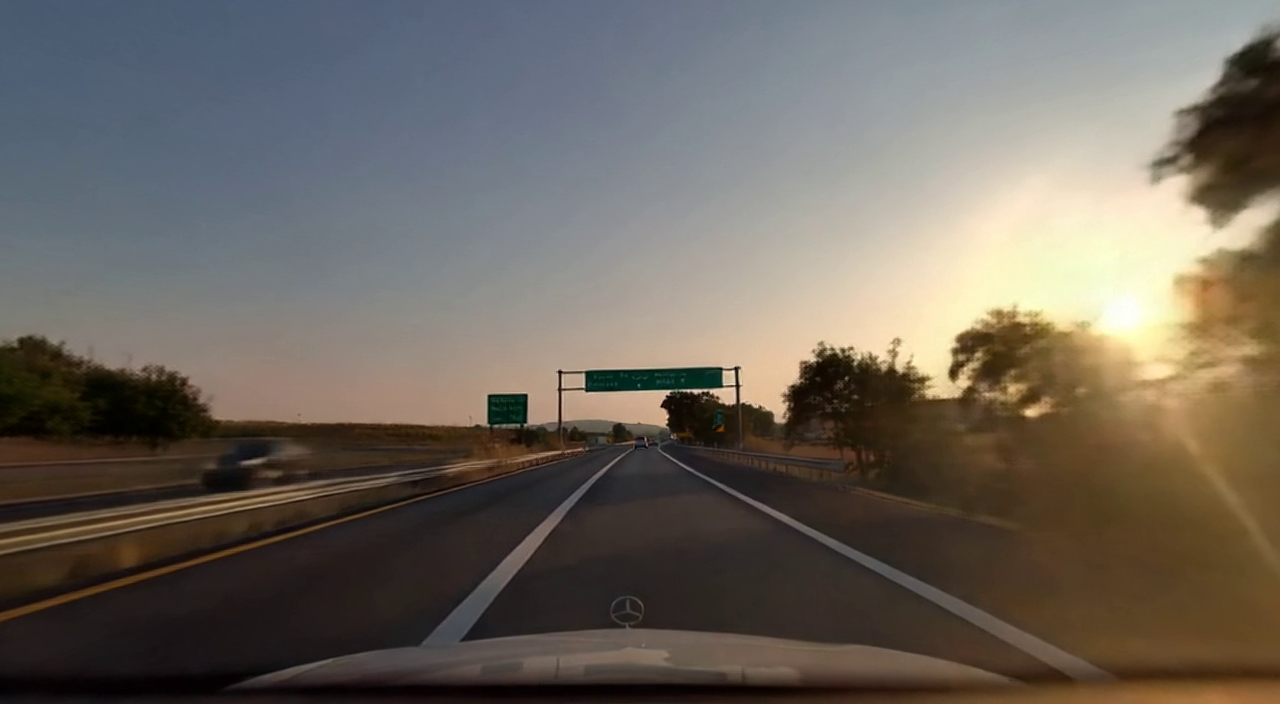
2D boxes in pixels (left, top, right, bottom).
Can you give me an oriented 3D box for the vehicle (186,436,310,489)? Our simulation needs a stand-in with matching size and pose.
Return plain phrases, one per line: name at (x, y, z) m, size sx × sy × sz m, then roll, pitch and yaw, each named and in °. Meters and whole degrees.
vehicle at (-13.871, 3.904, 22.558) m, size 1.855 × 1.710 × 4.028 m, roll 0°, pitch -8°, yaw -1°
